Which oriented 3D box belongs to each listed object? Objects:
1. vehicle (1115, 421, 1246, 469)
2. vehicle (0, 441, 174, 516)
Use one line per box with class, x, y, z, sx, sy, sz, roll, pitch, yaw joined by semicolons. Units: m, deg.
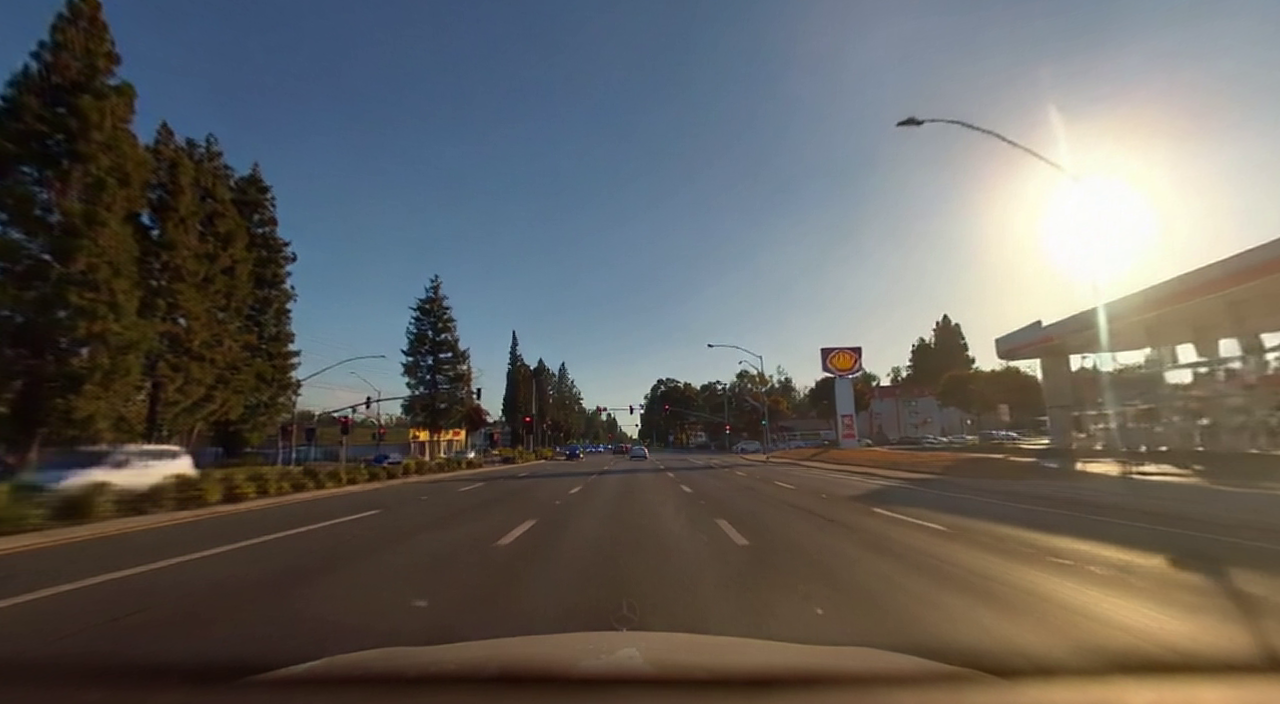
vehicle;18.375;3.202;21.733;1.767;1.466;3.855;-2;-9;14
vehicle;-14.486;3.119;16.164;2.020;1.645;4.146;0;-8;-2
